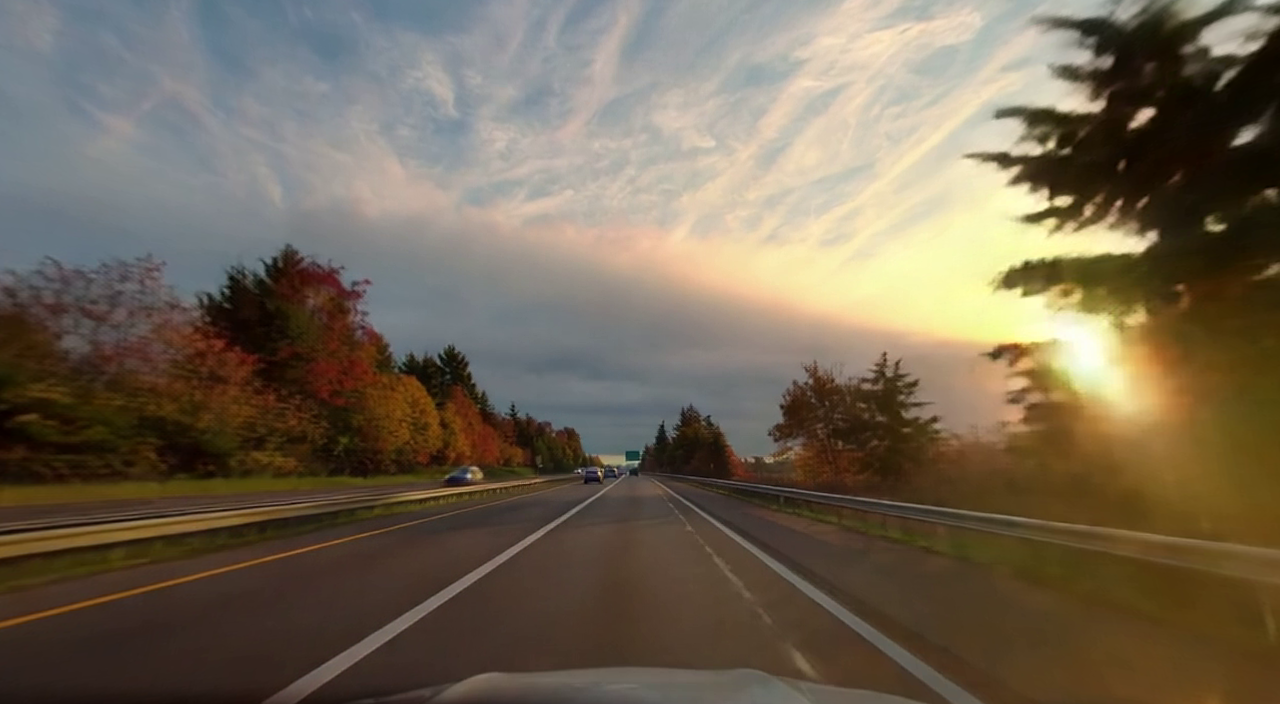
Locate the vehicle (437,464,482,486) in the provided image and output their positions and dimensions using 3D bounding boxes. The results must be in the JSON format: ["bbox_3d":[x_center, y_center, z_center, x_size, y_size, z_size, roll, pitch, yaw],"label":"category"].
[{"bbox_3d":[-13.218,9.065,46.491,1.983,1.520,4.466,1,-11,0],"label":"vehicle"}]
